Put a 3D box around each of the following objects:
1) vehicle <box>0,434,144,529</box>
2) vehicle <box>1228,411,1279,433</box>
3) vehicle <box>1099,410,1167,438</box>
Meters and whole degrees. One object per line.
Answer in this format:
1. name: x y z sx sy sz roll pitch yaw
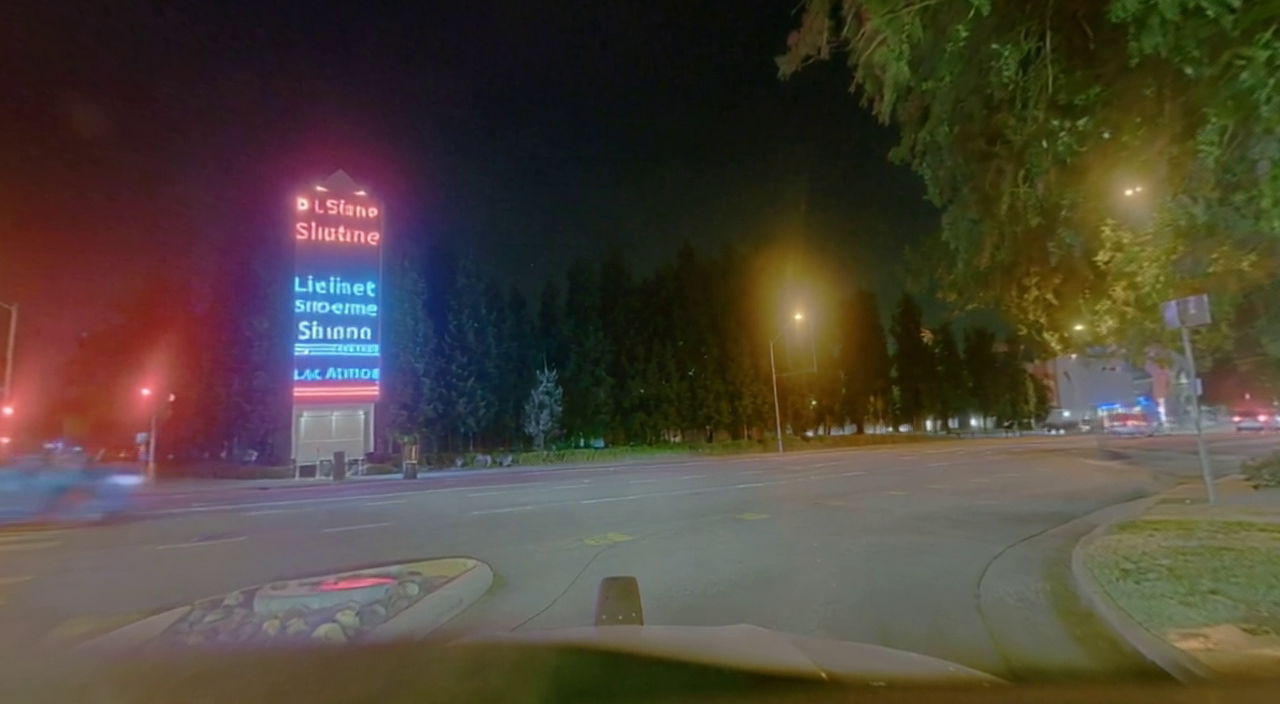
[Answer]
1. vehicle: -11.075 2.096 10.353 4.442 1.458 1.902 6 -11 -35
2. vehicle: 48.493 5.556 49.922 4.377 1.624 1.953 6 -11 -35
3. vehicle: 33.359 4.907 42.704 4.689 1.758 2.146 6 -10 -35
